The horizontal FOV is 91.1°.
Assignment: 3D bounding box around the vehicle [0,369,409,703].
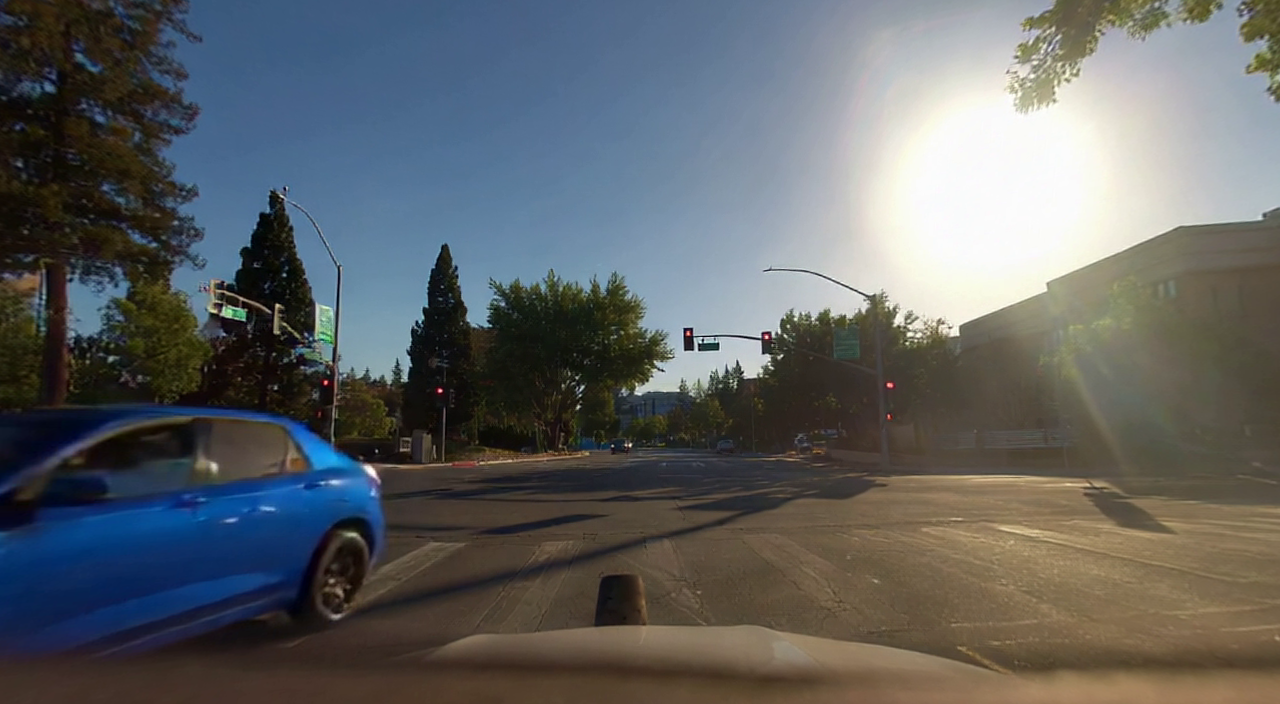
[{"bbox_3d":[-3.872,1.195,4.491,2.134,1.768,4.580,-1,-8,9],"label":"vehicle"}]
